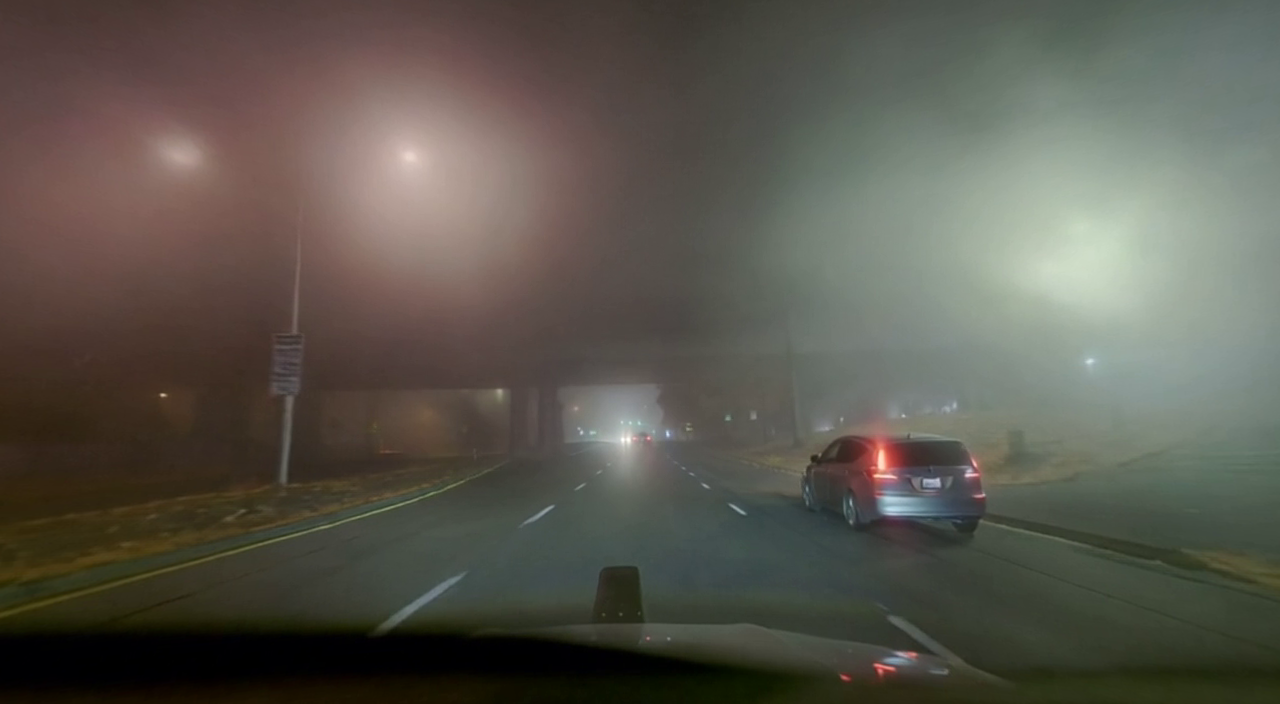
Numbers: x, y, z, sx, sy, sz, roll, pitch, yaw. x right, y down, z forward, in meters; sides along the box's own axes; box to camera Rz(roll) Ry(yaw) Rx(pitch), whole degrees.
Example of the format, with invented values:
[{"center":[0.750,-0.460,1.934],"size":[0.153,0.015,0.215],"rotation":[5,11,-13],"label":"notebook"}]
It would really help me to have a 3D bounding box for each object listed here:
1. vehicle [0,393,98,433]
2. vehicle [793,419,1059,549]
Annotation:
[{"center":[-37.243,3.762,38.195],"size":[2.256,2.170,6.436],"rotation":[-1,-8,9],"label":"vehicle"},{"center":[4.001,1.932,9.874],"size":[2.063,1.542,4.420],"rotation":[0,-9,0],"label":"vehicle"}]
